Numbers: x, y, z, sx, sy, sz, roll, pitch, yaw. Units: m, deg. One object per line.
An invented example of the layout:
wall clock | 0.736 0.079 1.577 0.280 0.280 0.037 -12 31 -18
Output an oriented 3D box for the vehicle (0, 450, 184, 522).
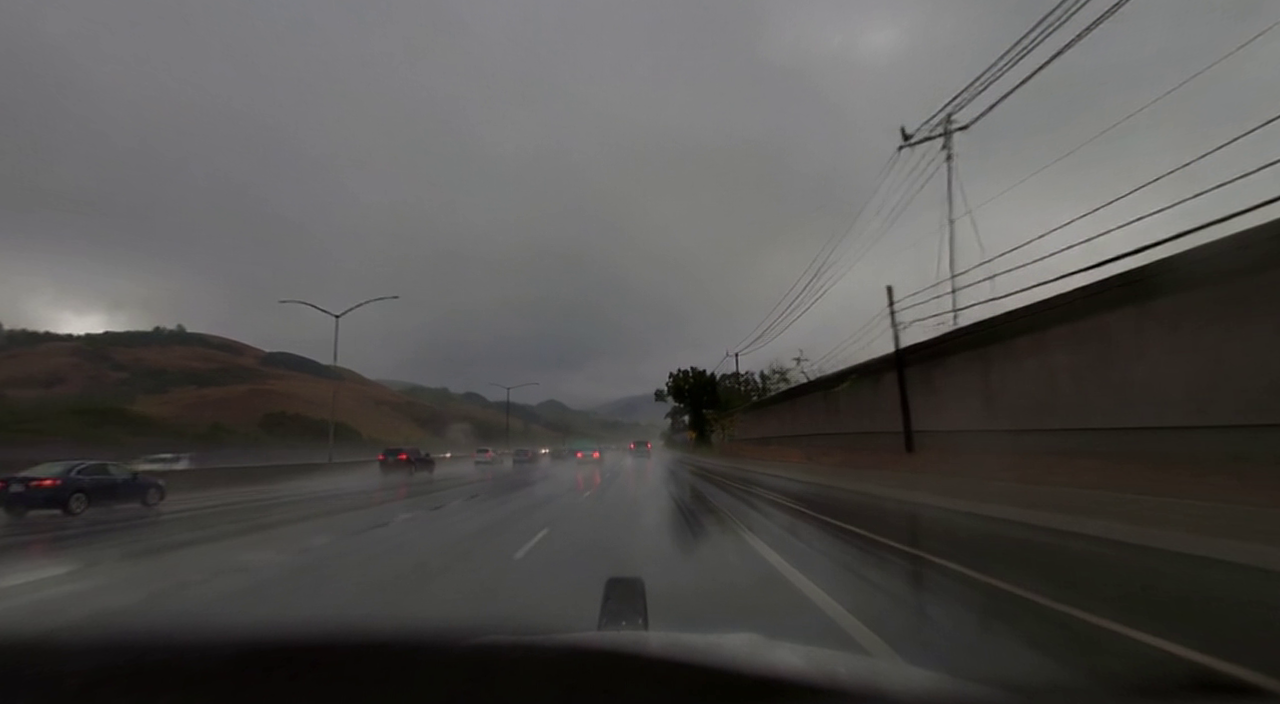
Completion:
vehicle | -14.300 3.246 15.933 1.885 1.474 4.849 0 -9 1

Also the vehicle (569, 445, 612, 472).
vehicle | -2.800 6.168 36.601 2.064 1.446 4.409 0 -9 0

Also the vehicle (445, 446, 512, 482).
vehicle | -7.274 5.069 28.848 1.899 1.472 4.202 0 -9 1

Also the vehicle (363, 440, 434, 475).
vehicle | -14.390 6.315 37.941 2.172 1.946 5.017 0 -9 1
